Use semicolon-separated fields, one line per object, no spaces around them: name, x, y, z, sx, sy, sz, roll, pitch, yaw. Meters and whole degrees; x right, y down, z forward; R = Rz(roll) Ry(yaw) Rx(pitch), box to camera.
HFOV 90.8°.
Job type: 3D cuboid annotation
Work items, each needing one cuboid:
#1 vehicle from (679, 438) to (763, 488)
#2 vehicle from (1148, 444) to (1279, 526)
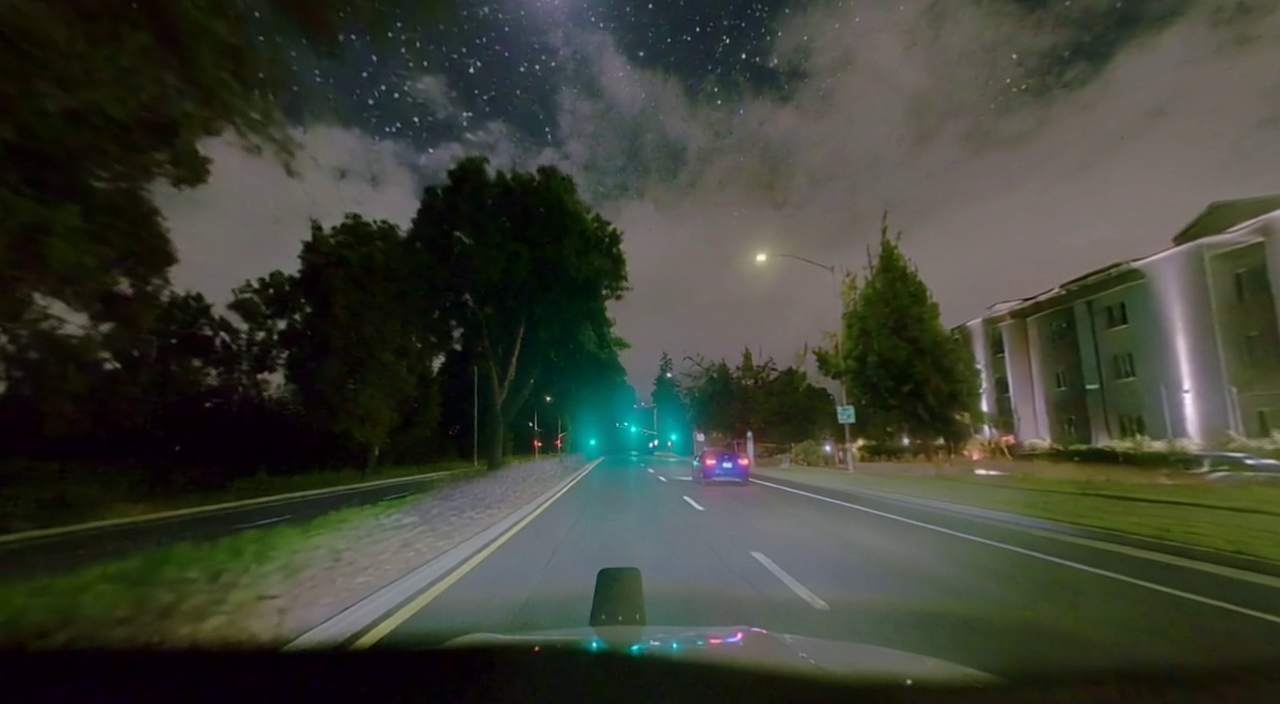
vehicle;2.608;3.715;21.490;2.114;1.493;4.430;0;-9;-2
vehicle;21.089;4.680;21.816;5.101;1.694;2.158;9;-24;1
